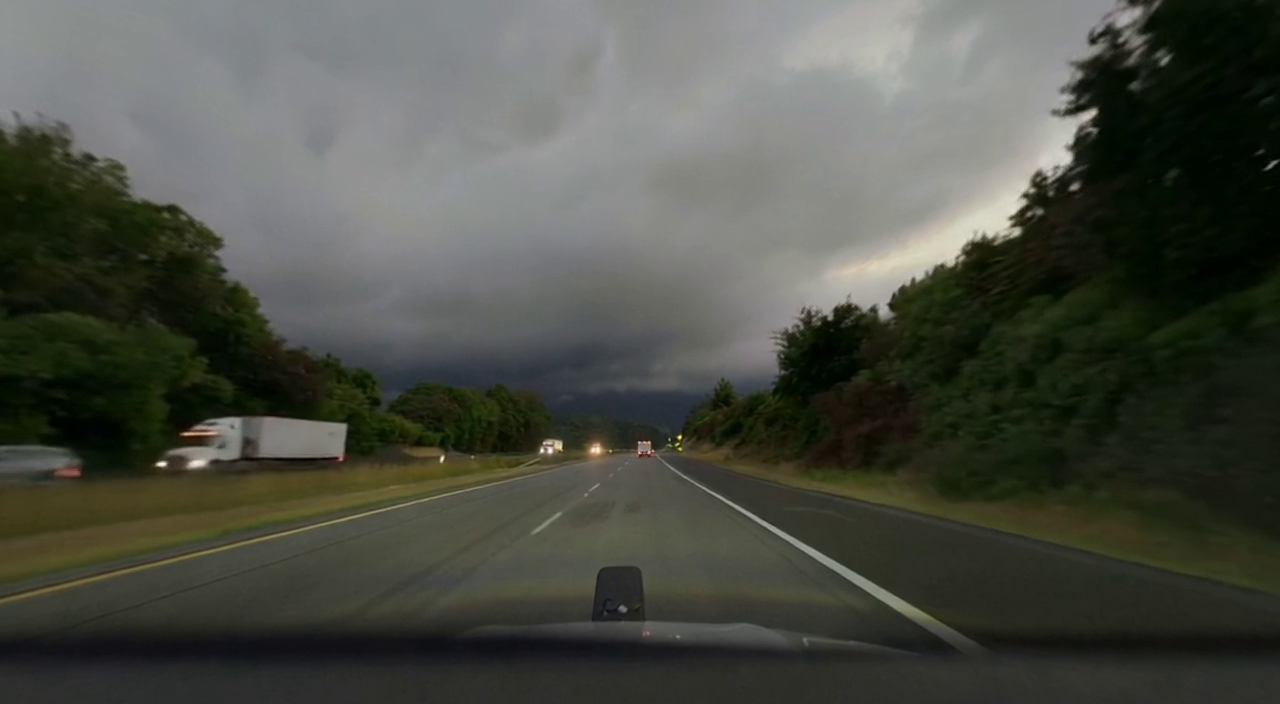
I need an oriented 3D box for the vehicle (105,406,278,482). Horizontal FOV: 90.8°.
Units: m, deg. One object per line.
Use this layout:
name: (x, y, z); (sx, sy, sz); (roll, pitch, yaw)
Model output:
vehicle: (-24.859, 5.278, 35.859); (3.029, 3.763, 8.962); (0, -9, 1)
